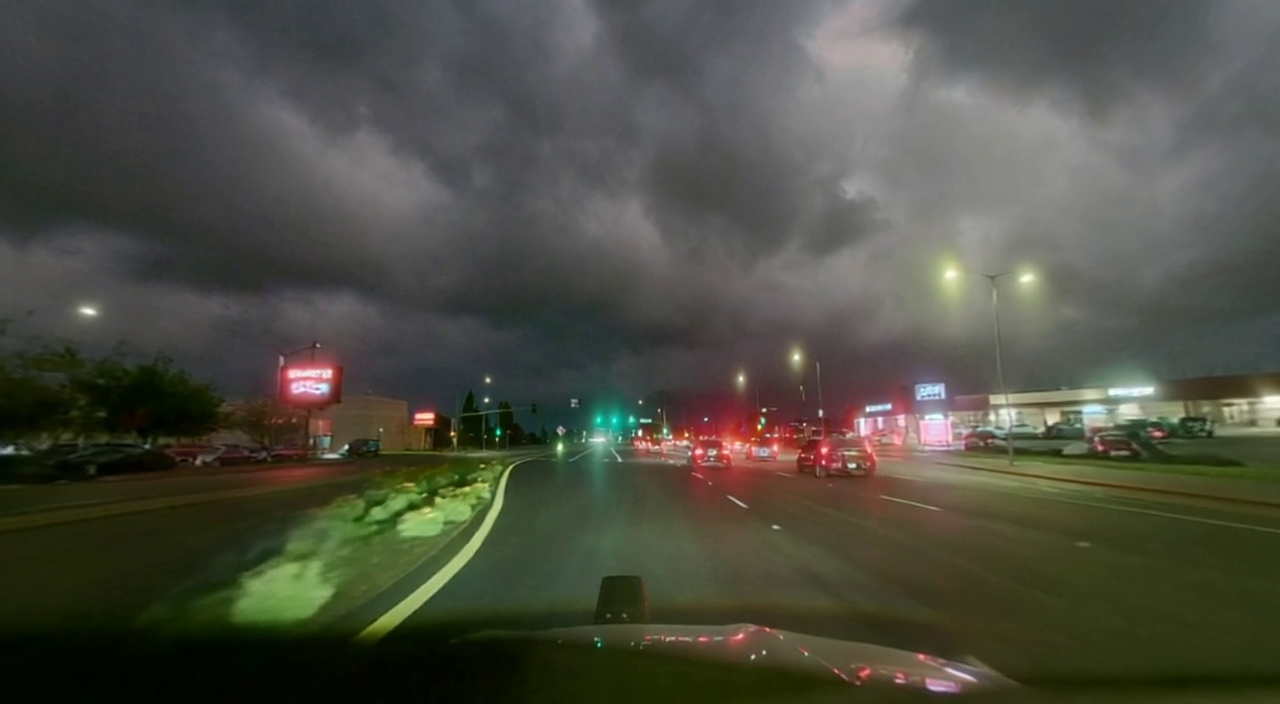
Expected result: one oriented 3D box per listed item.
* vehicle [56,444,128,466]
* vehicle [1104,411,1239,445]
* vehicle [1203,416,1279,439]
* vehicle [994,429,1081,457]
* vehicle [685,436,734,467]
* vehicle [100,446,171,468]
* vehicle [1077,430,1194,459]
[{"bbox_3d":[-38.002,7.121,43.810,1.759,1.482,3.620,1,-8,-3],"label":"vehicle"},{"bbox_3d":[38.338,5.576,45.770,2.372,2.254,6.893,5,-10,-31],"label":"vehicle"},{"bbox_3d":[47.606,5.936,49.418,1.846,1.656,4.602,4,-9,-30],"label":"vehicle"},{"bbox_3d":[26.056,5.954,41.406,4.544,1.474,1.772,-4,-7,-5],"label":"vehicle"},{"bbox_3d":[3.657,5.359,34.037,2.038,1.528,4.259,0,-8,-2],"label":"vehicle"},{"bbox_3d":[-35.626,7.419,44.661,1.684,1.432,4.140,0,-8,-2],"label":"vehicle"},{"bbox_3d":[26.369,4.941,33.616,4.691,1.436,1.988,0,-8,-4],"label":"vehicle"}]
